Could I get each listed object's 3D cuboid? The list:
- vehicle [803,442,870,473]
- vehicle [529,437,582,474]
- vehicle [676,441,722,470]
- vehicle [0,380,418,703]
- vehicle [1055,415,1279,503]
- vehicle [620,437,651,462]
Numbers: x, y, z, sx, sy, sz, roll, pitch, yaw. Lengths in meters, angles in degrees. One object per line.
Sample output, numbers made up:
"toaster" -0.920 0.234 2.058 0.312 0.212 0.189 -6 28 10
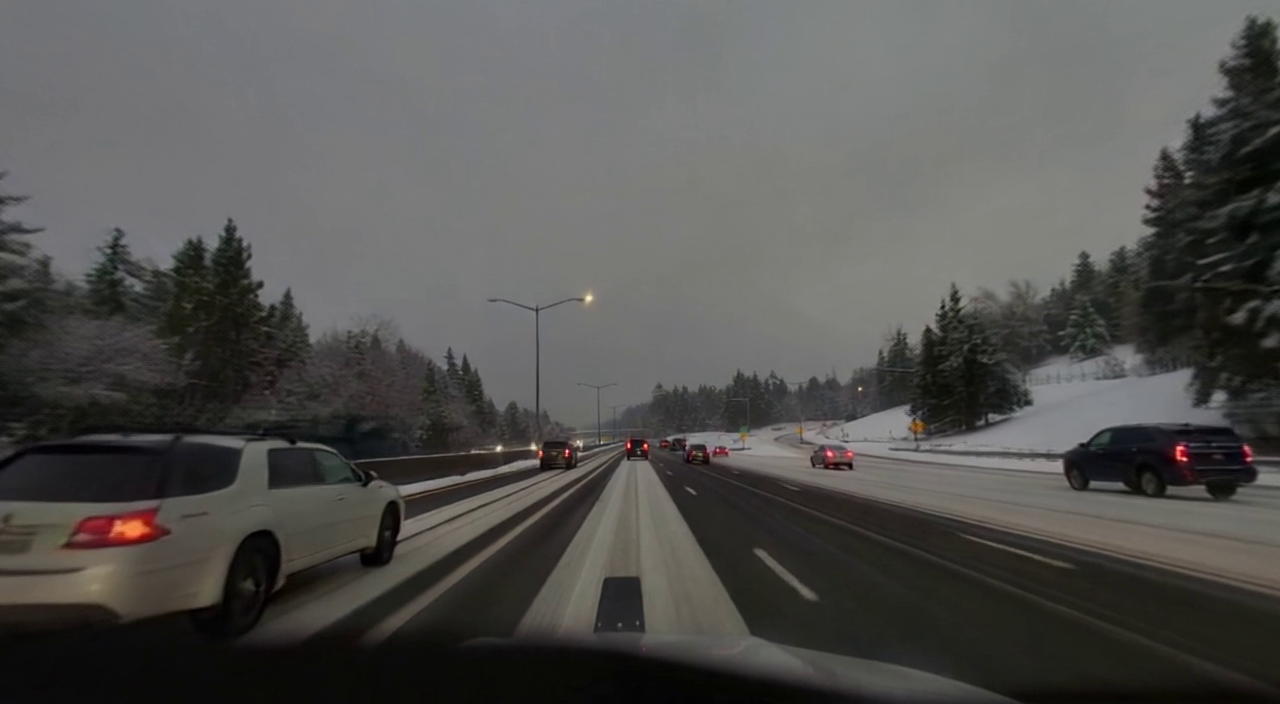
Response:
"vehicle" 9.555 5.142 31.041 1.910 1.384 3.867 1 -8 -2
"vehicle" -3.987 4.961 30.409 1.992 1.651 4.185 0 -8 0
"vehicle" 3.163 5.635 34.700 2.007 1.469 4.337 0 -8 -2
"vehicle" -3.617 1.272 5.032 2.119 1.654 4.353 0 -8 0
"vehicle" 12.943 2.572 15.559 2.076 1.799 4.871 0 -8 -1
"vehicle" -0.371 7.347 47.663 2.192 1.813 4.864 0 -8 -1
